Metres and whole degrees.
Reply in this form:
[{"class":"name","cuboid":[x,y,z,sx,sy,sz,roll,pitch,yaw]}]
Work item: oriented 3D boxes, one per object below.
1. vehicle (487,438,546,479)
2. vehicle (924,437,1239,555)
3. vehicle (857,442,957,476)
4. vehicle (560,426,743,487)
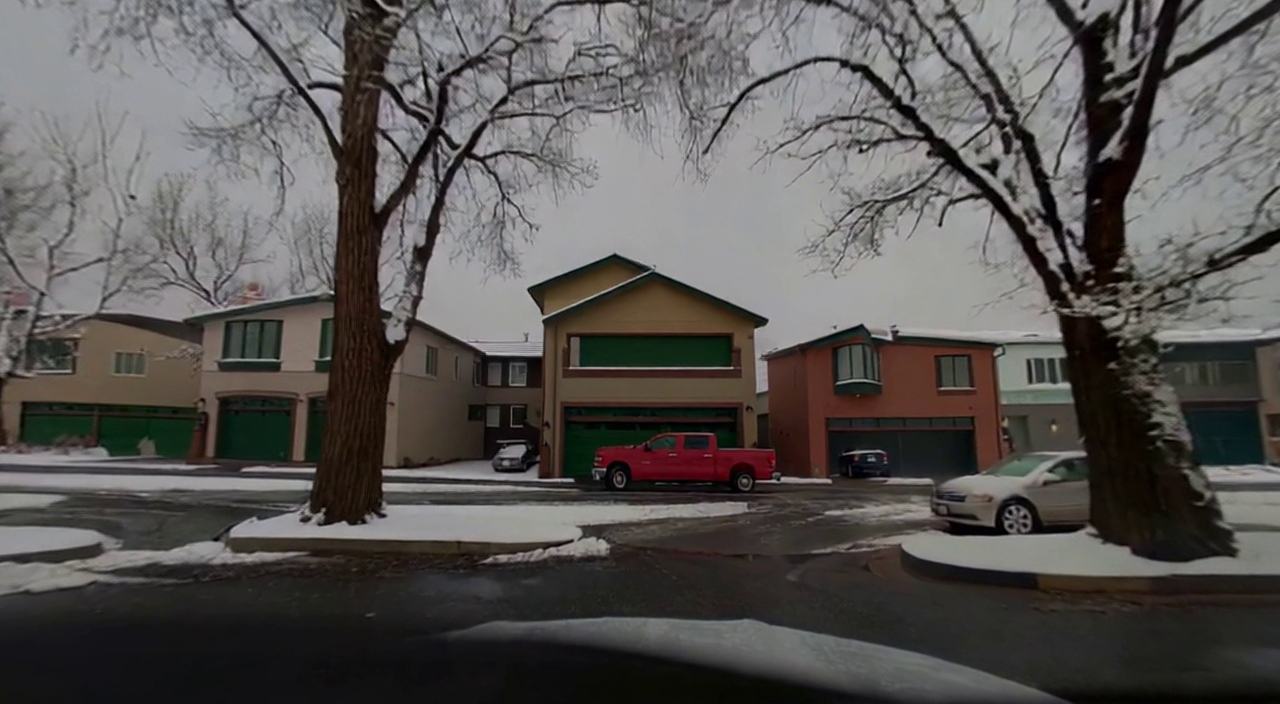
[{"class":"vehicle","cuboid":[-5.528,4.761,28.617,1.869,1.460,3.826,-3,-5,0]},{"class":"vehicle","cuboid":[7.470,2.372,10.954,4.074,1.617,2.112,1,-4,-8]},{"class":"vehicle","cuboid":[14.326,5.752,34.062,4.383,1.784,2.211,0,-8,0]},{"class":"vehicle","cuboid":[0.341,3.360,20.443,5.600,1.835,2.161,0,-9,-1]}]
